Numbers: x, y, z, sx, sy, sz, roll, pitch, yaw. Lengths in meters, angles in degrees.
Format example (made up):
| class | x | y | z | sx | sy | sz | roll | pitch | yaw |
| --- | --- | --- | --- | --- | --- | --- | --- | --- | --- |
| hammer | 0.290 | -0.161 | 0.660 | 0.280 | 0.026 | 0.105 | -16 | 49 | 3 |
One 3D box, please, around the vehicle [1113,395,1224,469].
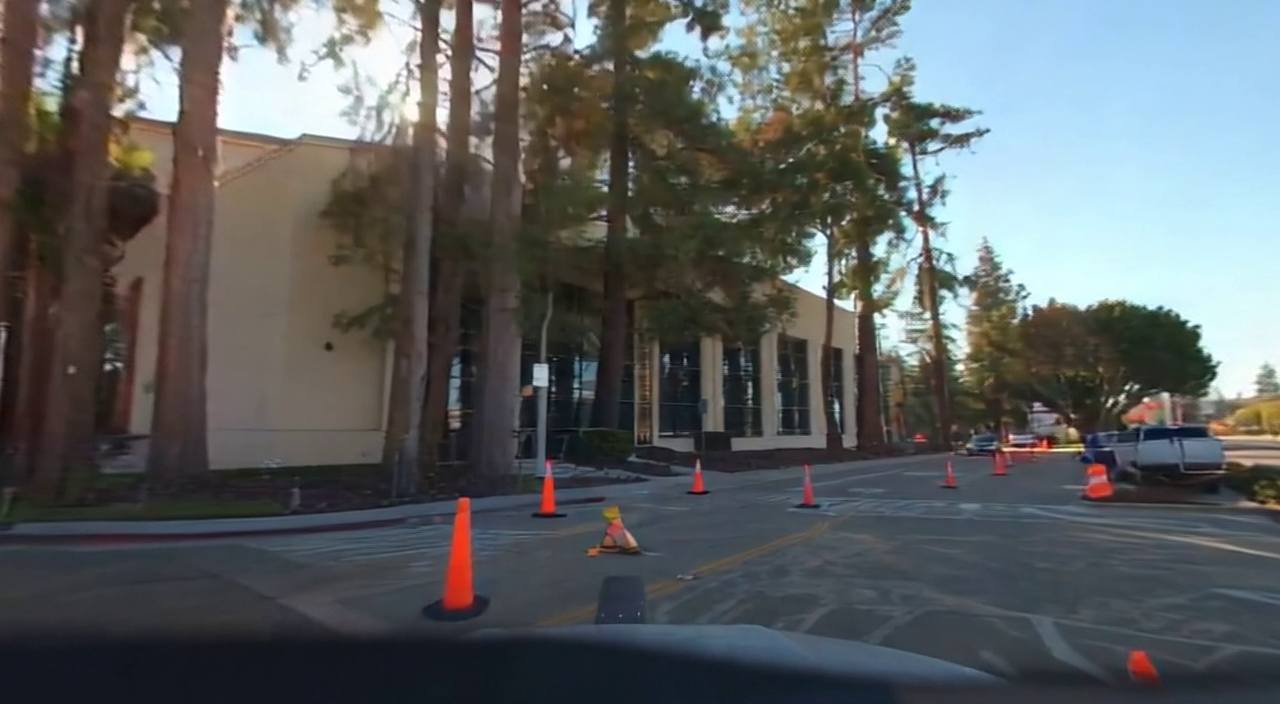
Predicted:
| class | x | y | z | sx | sy | sz | roll | pitch | yaw |
| --- | --- | --- | --- | --- | --- | --- | --- | --- | --- |
| vehicle | 20.831 | 3.253 | 25.273 | 2.784 | 2.533 | 6.764 | -5 | -10 | 35 |
